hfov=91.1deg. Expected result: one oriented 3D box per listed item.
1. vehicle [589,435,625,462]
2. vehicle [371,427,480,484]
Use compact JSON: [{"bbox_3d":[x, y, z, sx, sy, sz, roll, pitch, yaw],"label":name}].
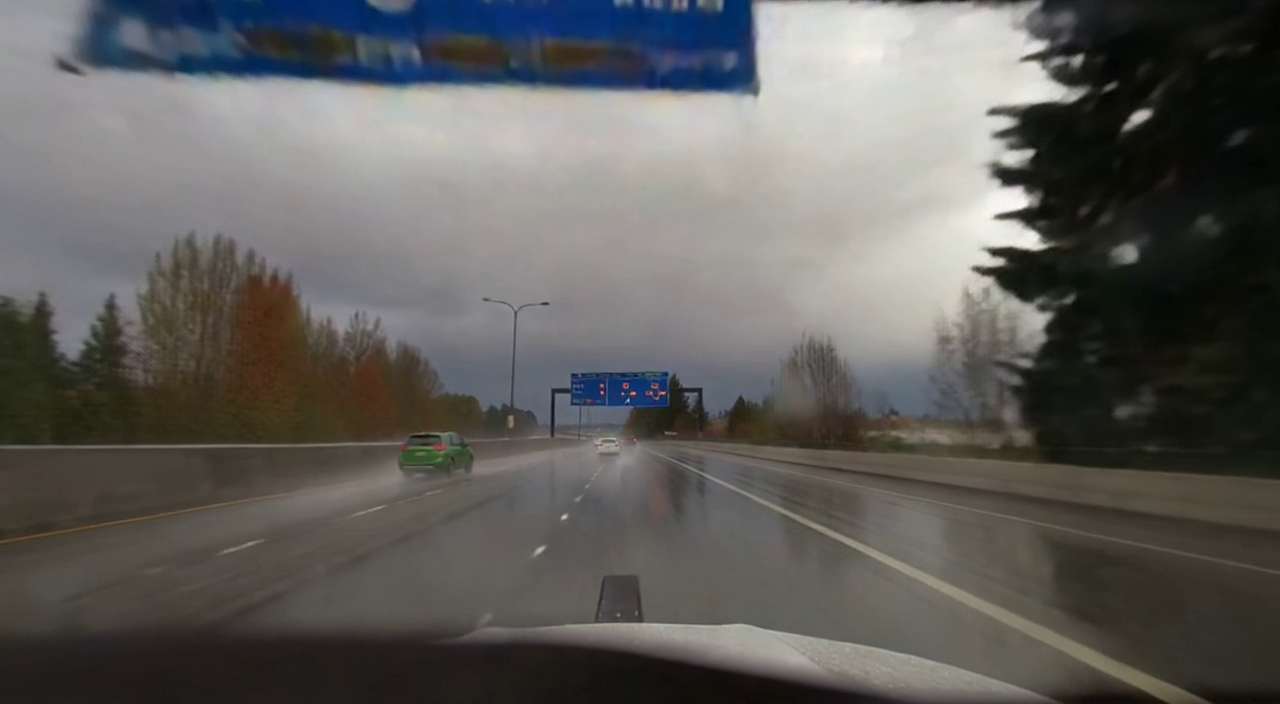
[{"bbox_3d":[-1.939,5.867,38.306,2.010,1.534,4.013,0,-8,0],"label":"vehicle"},{"bbox_3d":[-6.980,3.407,21.062,2.111,1.689,4.505,0,-8,-1],"label":"vehicle"}]
